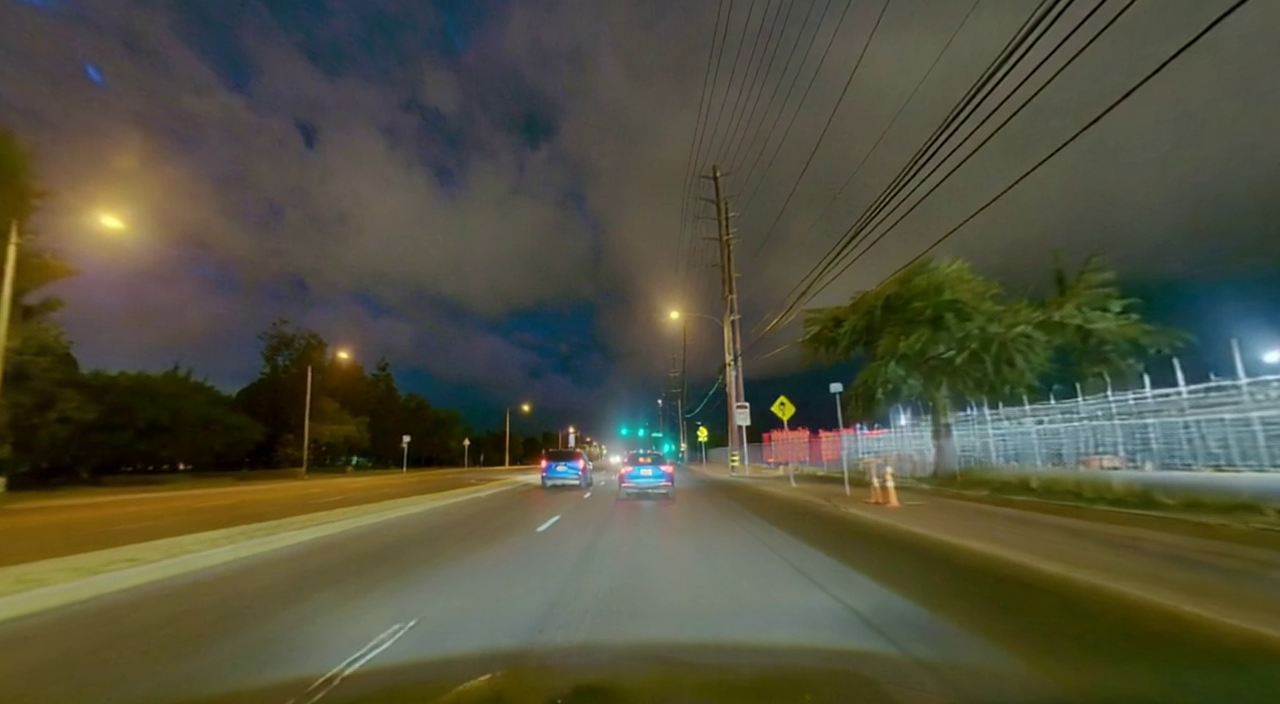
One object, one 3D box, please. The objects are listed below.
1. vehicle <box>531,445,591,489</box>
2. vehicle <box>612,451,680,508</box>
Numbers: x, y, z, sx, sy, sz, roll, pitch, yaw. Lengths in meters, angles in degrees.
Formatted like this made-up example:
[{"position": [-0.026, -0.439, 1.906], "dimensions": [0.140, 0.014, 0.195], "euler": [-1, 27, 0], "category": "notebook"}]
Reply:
[{"position": [-3.537, 5.258, 29.022], "dimensions": [2.078, 1.804, 4.387], "euler": [-1, -9, 1], "category": "vehicle"}, {"position": [0.185, 4.197, 21.149], "dimensions": [2.059, 1.691, 3.980], "euler": [-1, -9, 0], "category": "vehicle"}]
